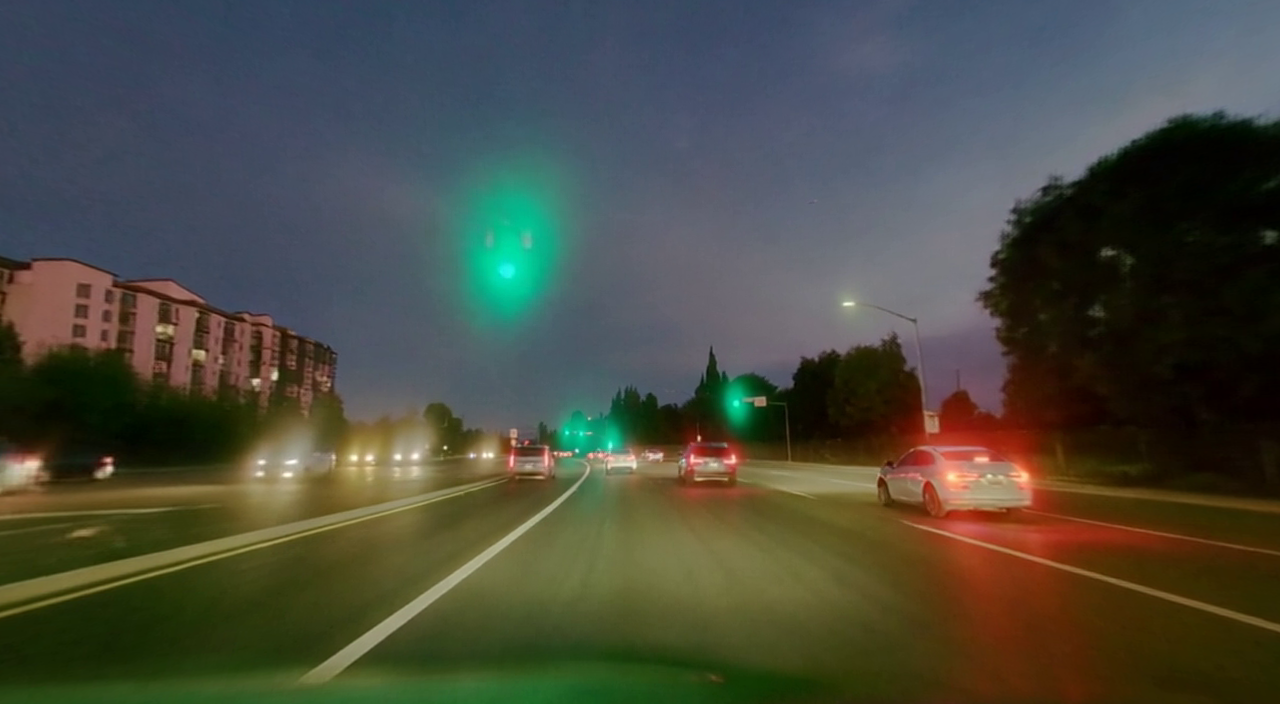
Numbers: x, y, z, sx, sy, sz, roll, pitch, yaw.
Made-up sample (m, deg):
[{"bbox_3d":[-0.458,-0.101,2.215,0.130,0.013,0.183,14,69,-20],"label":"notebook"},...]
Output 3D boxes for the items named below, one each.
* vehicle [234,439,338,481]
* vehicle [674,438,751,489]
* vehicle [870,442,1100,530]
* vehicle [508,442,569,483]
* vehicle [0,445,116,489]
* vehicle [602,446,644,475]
[{"bbox_3d":[-15.368,4.689,27.759,1.970,1.650,4.507,0,-8,-1],"label":"vehicle"},{"bbox_3d":[2.587,4.110,23.730,2.161,1.716,4.194,0,-8,-4],"label":"vehicle"},{"bbox_3d":[6.388,2.490,12.414,1.945,1.408,4.288,0,-8,-3],"label":"vehicle"},{"bbox_3d":[-4.485,4.922,28.457,2.172,1.671,4.175,0,-8,-2],"label":"vehicle"},{"bbox_3d":[-22.493,4.225,23.603,1.919,1.462,4.580,0,-8,-1],"label":"vehicle"},{"bbox_3d":[-0.983,5.908,34.636,2.155,1.486,4.403,0,-8,-3],"label":"vehicle"}]
